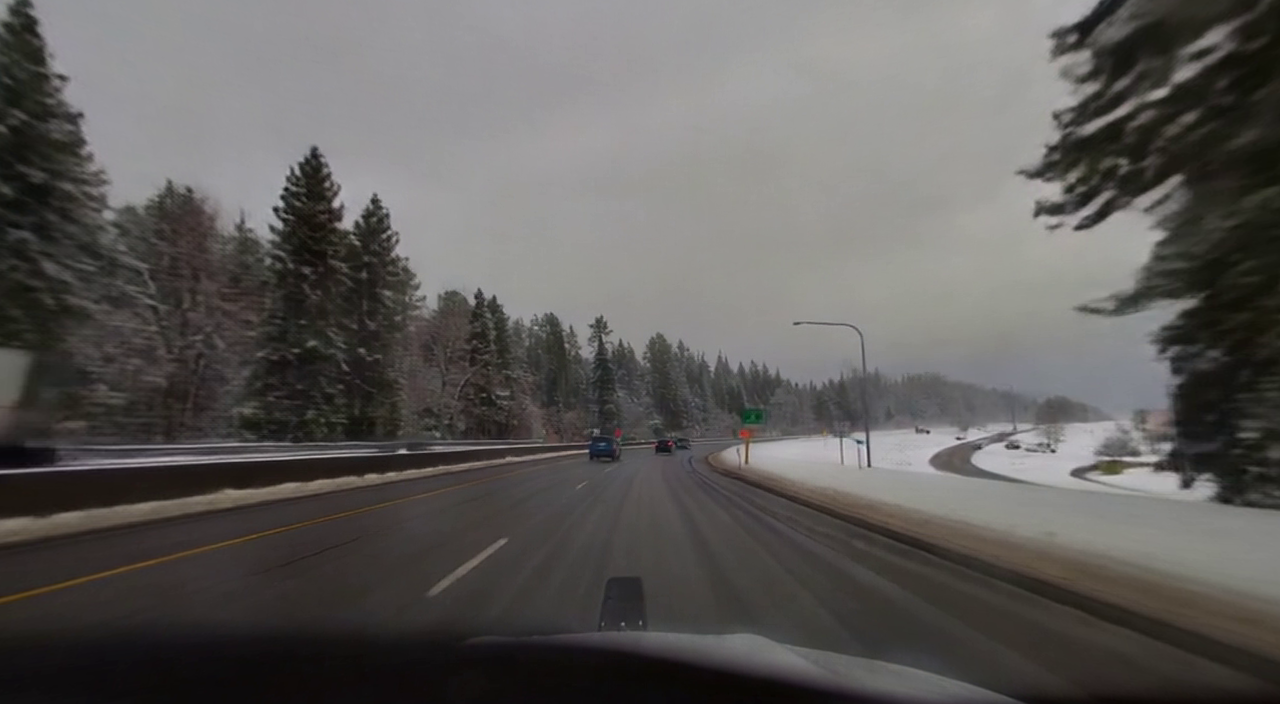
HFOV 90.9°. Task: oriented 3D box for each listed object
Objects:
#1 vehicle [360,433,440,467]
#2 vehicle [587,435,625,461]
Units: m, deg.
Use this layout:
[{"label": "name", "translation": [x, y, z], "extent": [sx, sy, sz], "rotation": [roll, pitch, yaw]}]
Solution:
[{"label": "vehicle", "translation": [-12.592, 5.169, 33.508], "extent": [2.015, 1.642, 5.169], "rotation": [0, -8, 2]}, {"label": "vehicle", "translation": [-2.400, 6.924, 45.634], "extent": [2.129, 1.742, 4.217], "rotation": [-1, -8, 5]}]
